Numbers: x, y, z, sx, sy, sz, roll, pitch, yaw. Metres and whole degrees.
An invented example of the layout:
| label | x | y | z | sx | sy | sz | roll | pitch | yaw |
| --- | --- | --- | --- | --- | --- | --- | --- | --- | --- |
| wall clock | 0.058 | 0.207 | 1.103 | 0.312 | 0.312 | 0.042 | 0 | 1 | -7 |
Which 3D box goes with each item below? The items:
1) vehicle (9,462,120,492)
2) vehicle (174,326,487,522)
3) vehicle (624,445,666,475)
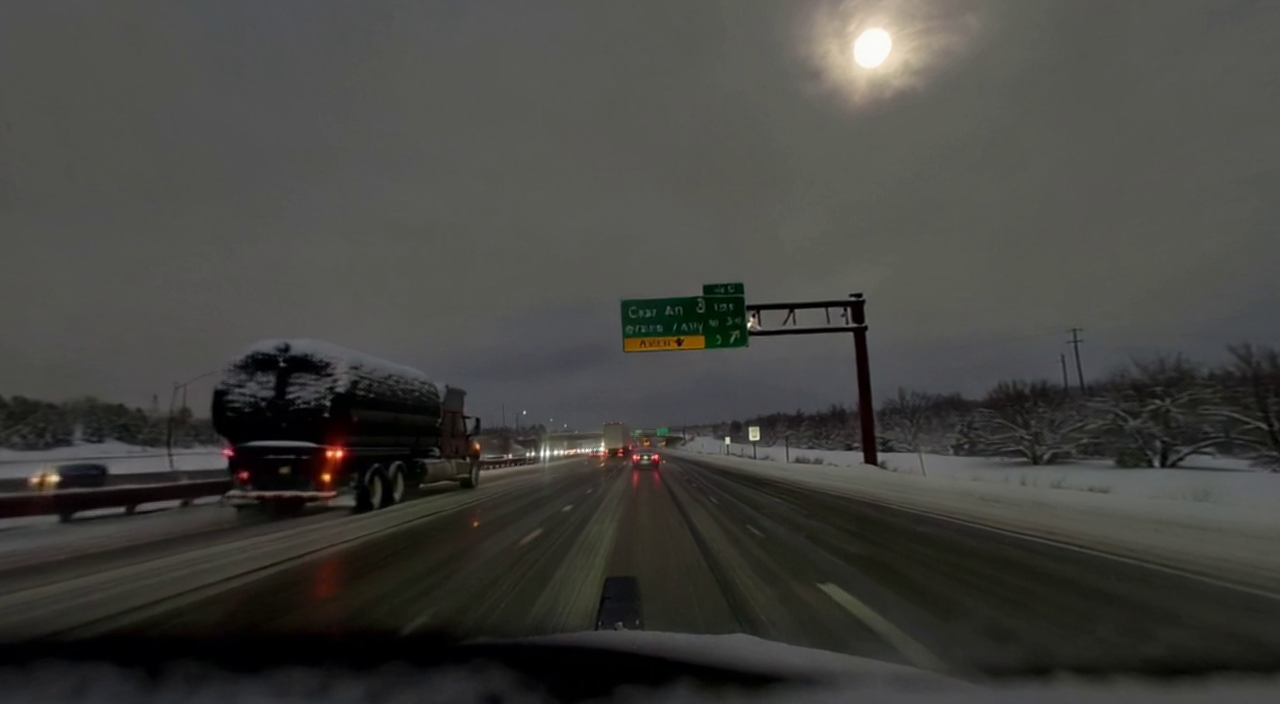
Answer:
| label | x | y | z | sx | sy | sz | roll | pitch | yaw |
| --- | --- | --- | --- | --- | --- | --- | --- | --- | --- |
| vehicle | -34.421 | 7.469 | 37.879 | 1.980 | 1.590 | 4.757 | 0 | -9 | 3 |
| vehicle | -7.325 | 2.212 | 17.811 | 3.067 | 3.804 | 11.136 | 0 | -9 | 1 |
| vehicle | 0.234 | 5.677 | 33.231 | 2.066 | 1.469 | 4.050 | 0 | -9 | -1 |
